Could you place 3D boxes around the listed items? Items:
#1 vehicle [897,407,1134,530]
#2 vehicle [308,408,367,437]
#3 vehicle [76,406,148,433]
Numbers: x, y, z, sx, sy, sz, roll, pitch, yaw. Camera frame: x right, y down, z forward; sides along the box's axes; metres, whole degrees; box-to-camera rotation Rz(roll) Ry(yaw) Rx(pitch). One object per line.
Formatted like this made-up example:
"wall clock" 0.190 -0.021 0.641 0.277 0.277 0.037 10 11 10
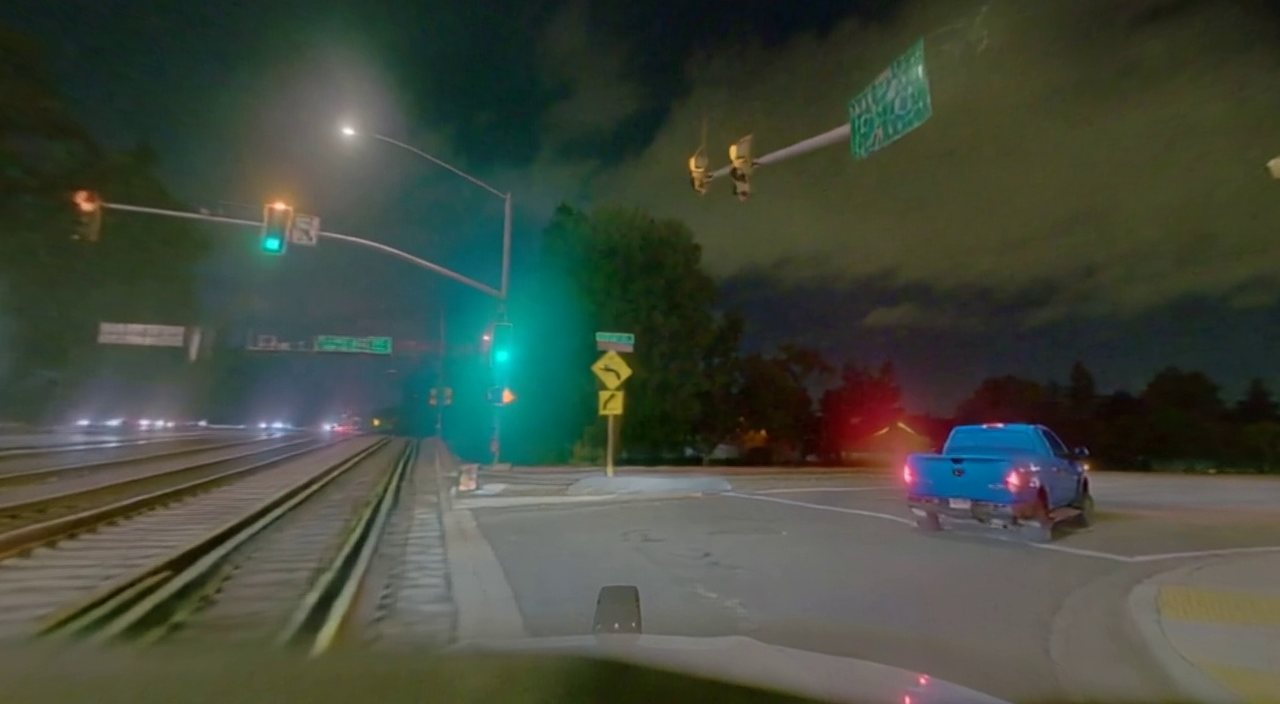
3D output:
"vehicle" 7.612 2.190 12.588 5.251 1.926 2.404 7 -10 -41
"vehicle" -16.712 3.994 35.172 2.004 1.482 4.799 2 -8 -14
"vehicle" -30.299 3.943 36.390 1.838 1.434 4.036 3 -8 -20
